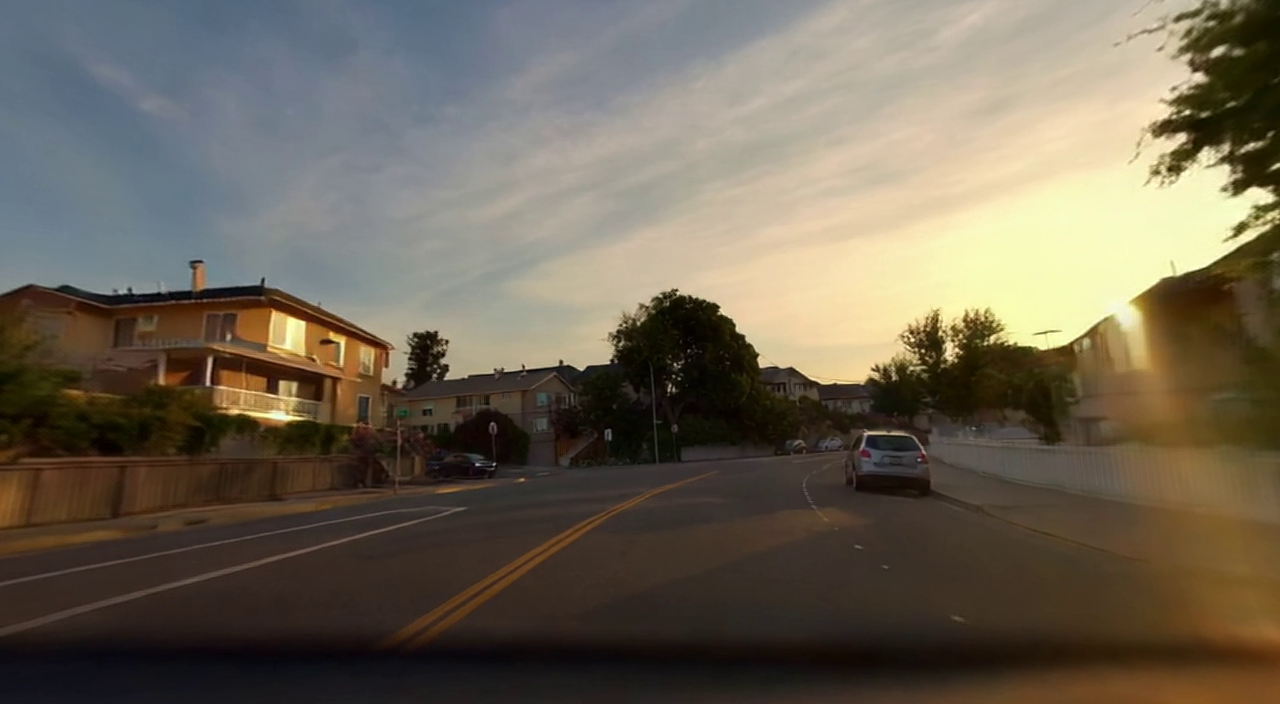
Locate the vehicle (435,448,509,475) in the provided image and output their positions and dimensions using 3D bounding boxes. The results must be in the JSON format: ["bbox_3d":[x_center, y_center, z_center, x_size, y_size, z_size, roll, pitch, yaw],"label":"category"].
[{"bbox_3d":[-10.806,7.018,40.717,4.270,1.683,1.984,-4,-9,24],"label":"vehicle"}]

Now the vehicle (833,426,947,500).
[{"bbox_3d":[6.585,2.941,17.179,2.105,1.705,4.392,-2,-9,12],"label":"vehicle"}]
